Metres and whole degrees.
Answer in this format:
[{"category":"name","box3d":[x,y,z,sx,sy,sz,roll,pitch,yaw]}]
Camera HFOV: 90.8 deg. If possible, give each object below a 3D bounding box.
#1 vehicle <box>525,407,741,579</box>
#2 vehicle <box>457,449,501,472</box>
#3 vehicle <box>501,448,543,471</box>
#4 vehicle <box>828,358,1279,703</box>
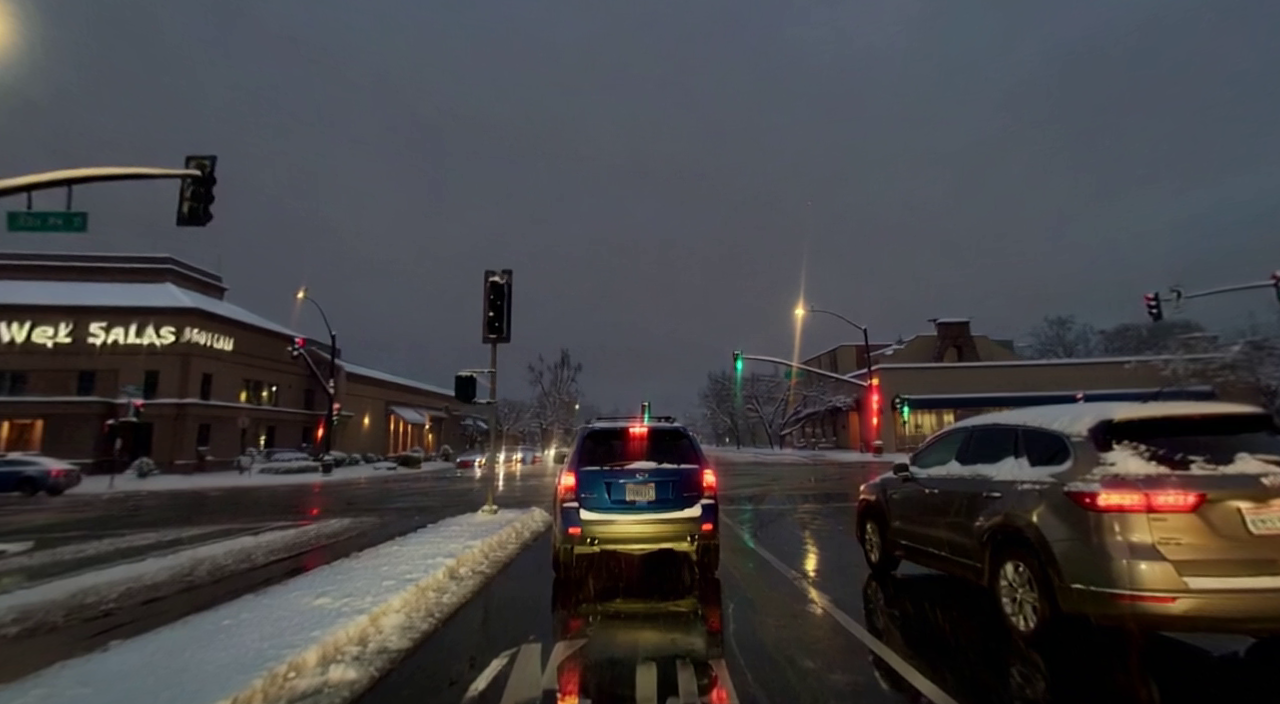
[{"category":"vehicle","box3d":[-0.116,1.795,8.859,2.238,1.762,4.445,0,-9,-1]},{"category":"vehicle","box3d":[-11.808,7.979,46.672,2.005,1.596,4.342,-1,-9,1]},{"category":"vehicle","box3d":[-8.517,7.793,45.978,2.163,1.529,4.210,0,-9,1]},{"category":"vehicle","box3d":[3.208,1.186,5.004,2.040,1.674,4.455,0,-9,0]}]
